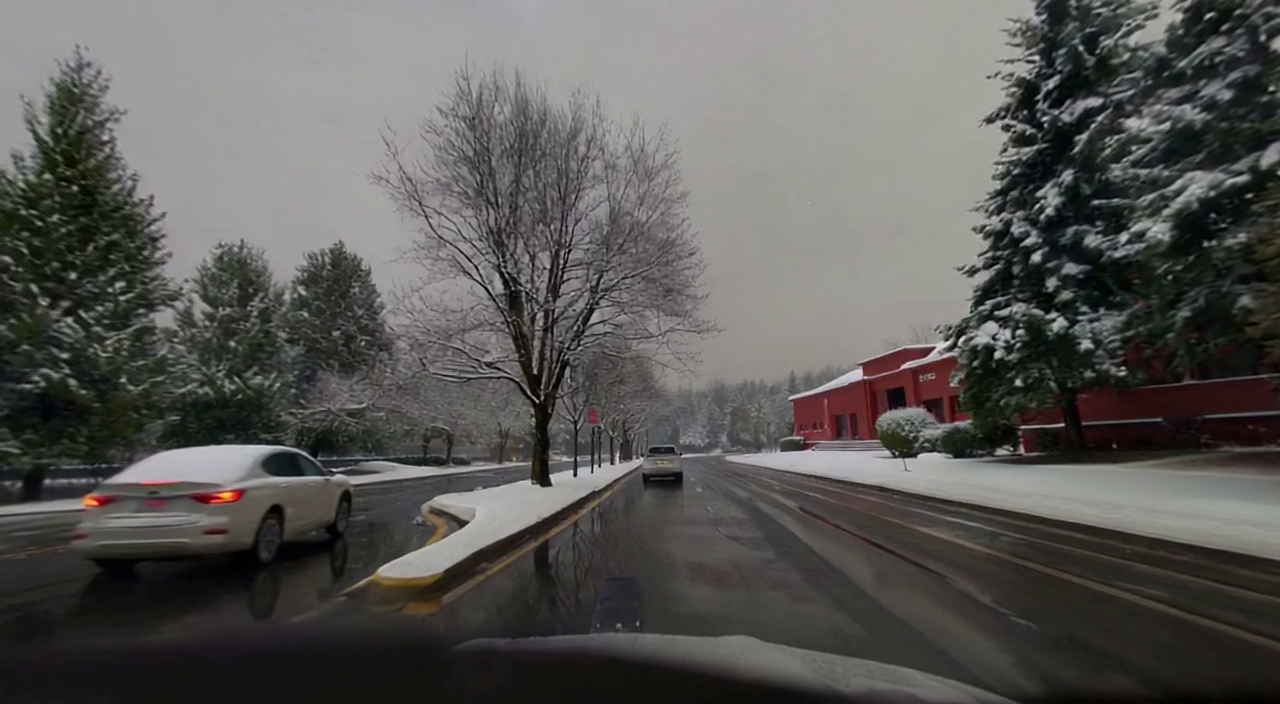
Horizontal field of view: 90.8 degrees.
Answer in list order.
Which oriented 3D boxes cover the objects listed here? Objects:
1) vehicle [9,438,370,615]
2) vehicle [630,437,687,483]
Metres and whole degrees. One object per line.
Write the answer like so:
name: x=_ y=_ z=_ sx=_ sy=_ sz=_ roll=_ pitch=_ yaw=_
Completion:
vehicle: x=-4.984 y=1.883 z=8.018 sx=1.966 sy=1.511 sz=4.698 roll=2 pitch=-9 yaw=-13
vehicle: x=0.777 y=4.385 z=25.857 sx=2.123 sy=1.703 sz=4.292 roll=-1 pitch=-8 yaw=3
